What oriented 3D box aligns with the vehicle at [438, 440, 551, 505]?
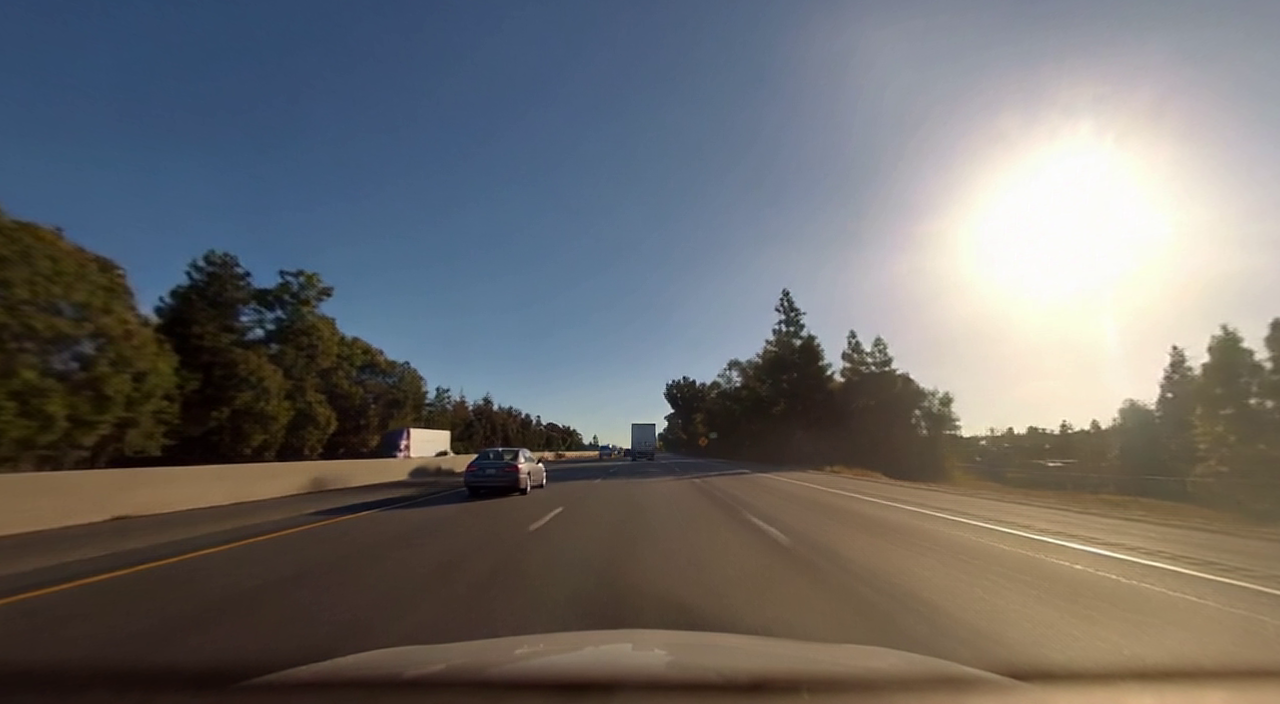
[{"bbox_3d":[-3.865,3.297,17.720,1.999,1.533,4.870,0,-9,0],"label":"vehicle"}]
